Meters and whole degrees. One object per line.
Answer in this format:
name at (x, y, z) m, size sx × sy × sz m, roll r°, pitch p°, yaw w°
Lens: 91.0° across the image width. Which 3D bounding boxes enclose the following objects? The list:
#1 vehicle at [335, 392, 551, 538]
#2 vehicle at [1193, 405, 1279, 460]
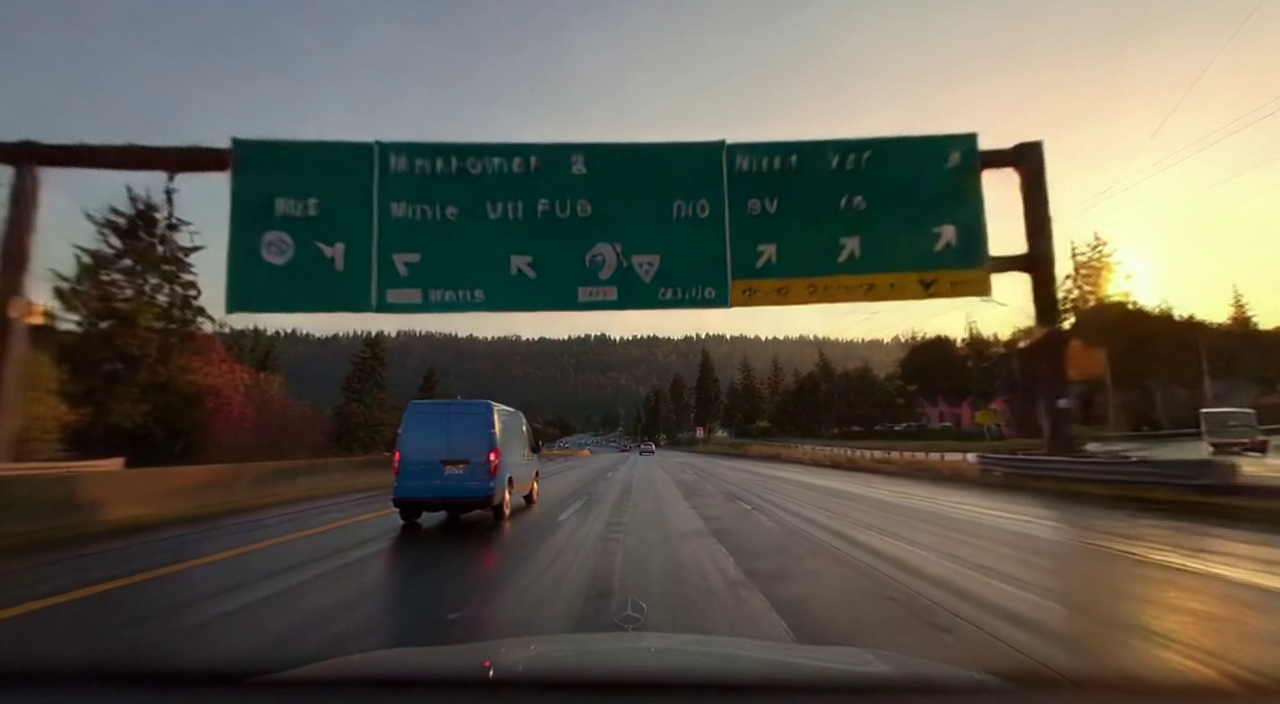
vehicle at (-3.067, 1.901, 11.112) m, size 2.281 × 2.025 × 4.586 m, roll 0°, pitch -8°, yaw 1°
vehicle at (33.816, 4.506, 35.001) m, size 2.207 × 2.820 × 5.493 m, roll -3°, pitch -9°, yaw 16°
